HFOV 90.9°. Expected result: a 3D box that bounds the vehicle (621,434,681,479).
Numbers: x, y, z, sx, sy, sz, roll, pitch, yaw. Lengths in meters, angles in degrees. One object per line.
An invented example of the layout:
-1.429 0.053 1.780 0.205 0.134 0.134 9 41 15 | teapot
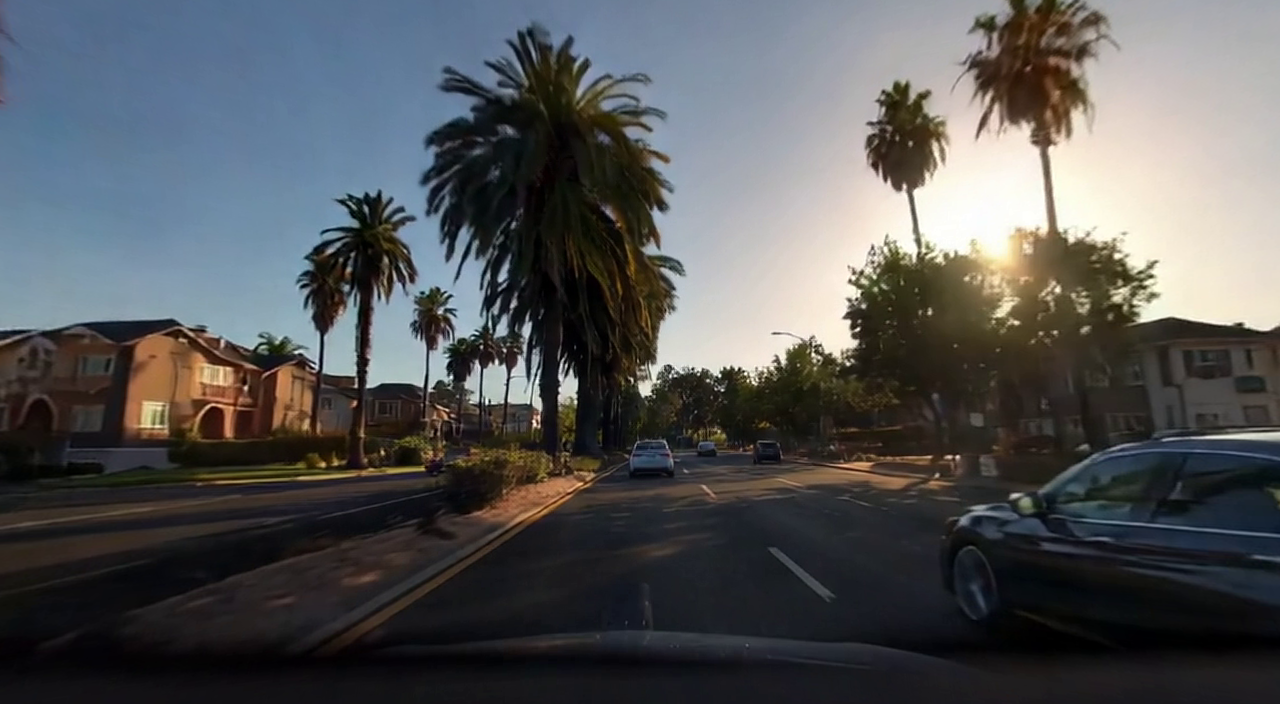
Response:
0.437 4.339 26.391 2.289 1.679 4.180 0 -8 0 | vehicle

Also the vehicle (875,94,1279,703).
3.328 0.521 2.792 2.268 2.584 6.049 0 -8 1 | vehicle

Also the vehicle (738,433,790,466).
8.199 6.502 42.208 2.436 2.010 5.595 0 -8 1 | vehicle

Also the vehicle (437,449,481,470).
-13.801 8.194 48.367 1.897 1.488 4.529 0 -8 2 | vehicle
